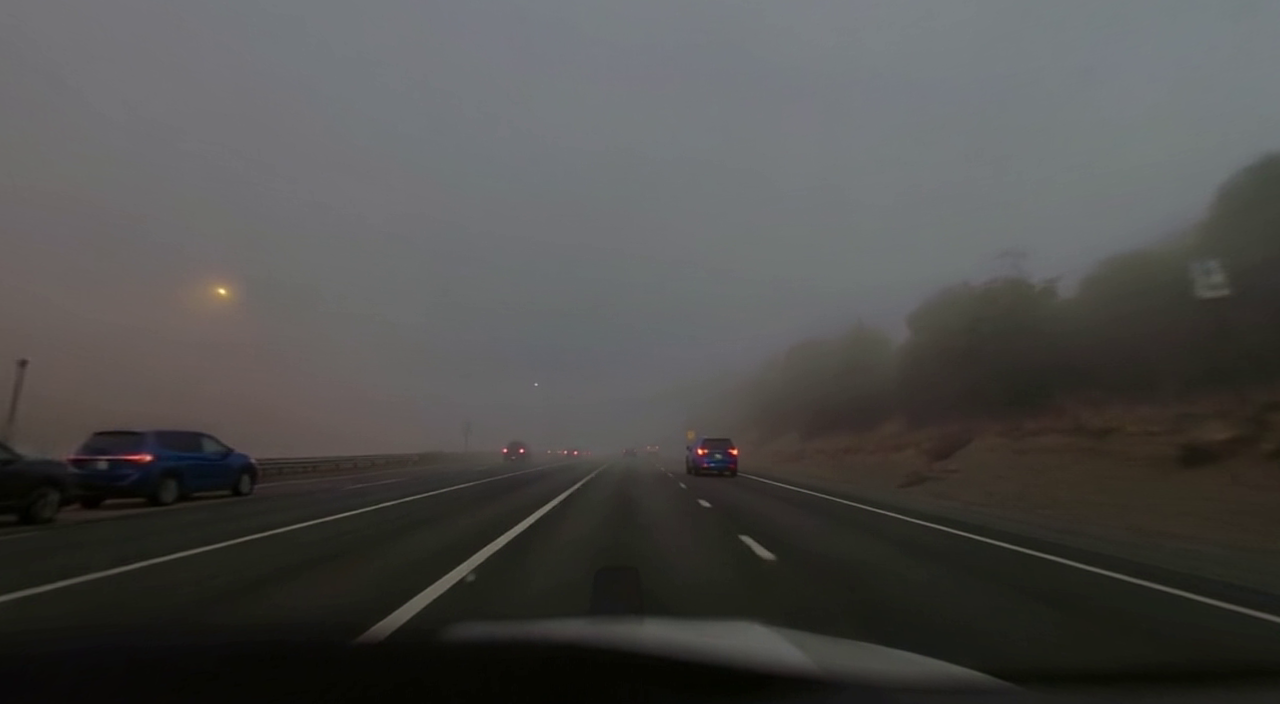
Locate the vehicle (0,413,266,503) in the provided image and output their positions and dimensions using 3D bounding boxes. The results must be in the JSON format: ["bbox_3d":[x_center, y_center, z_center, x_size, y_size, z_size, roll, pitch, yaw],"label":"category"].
[{"bbox_3d":[-14.882,3.183,19.349,2.736,2.262,6.533,0,-8,0],"label":"vehicle"}]

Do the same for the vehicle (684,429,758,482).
[{"bbox_3d":[3.095,4.124,25.246,2.184,1.892,4.763,0,-8,-2],"label":"vehicle"}]
